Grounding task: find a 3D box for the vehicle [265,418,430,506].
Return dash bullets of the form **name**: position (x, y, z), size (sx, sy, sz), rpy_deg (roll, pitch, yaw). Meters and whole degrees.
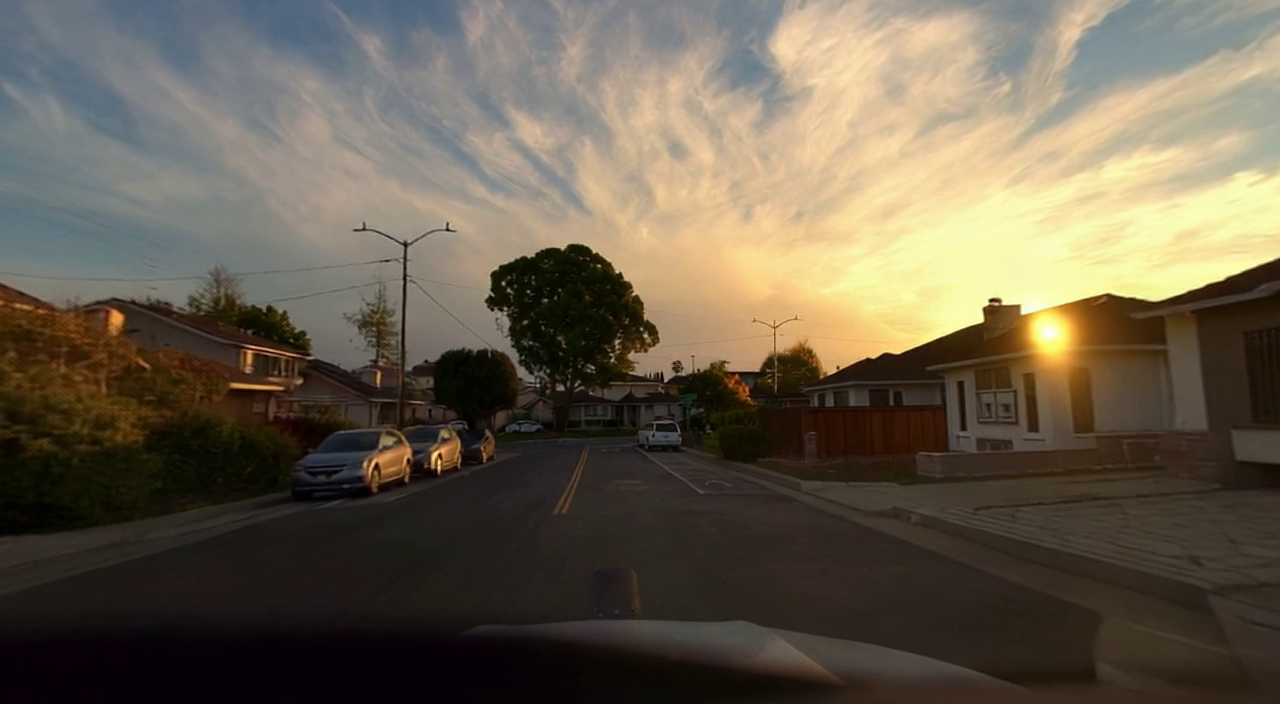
- **vehicle**: position (-6.669, 2.529, 14.998), size (2.147, 1.780, 4.165), rpy_deg (0, -8, -4)
